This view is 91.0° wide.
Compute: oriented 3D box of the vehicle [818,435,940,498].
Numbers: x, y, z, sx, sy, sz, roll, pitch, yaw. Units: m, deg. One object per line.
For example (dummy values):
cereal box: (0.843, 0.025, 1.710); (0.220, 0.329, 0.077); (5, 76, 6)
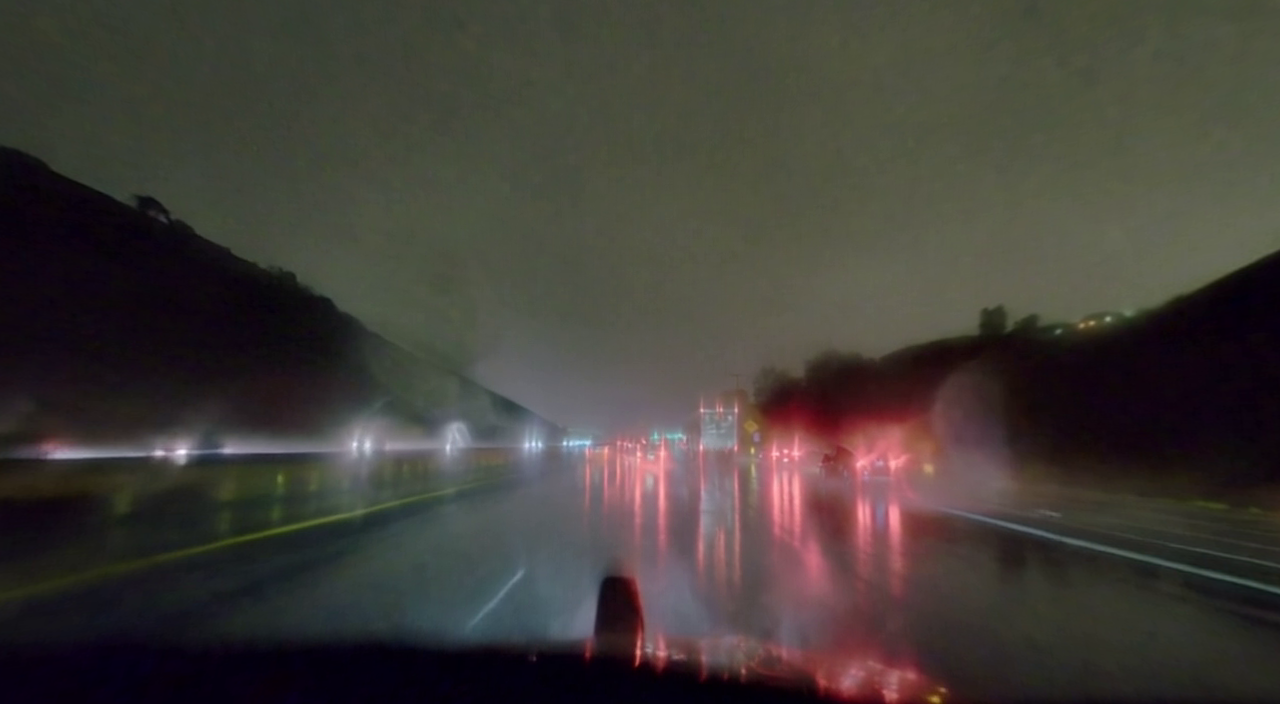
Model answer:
vehicle: (7.087, 3.433, 19.254); (2.044, 1.676, 4.421); (0, -9, 1)

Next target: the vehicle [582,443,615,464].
vehicle: (-3.068, 7.632, 47.487); (2.132, 1.506, 4.256); (0, -9, 0)

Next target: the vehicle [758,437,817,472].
vehicle: (8.063, 5.660, 34.901); (2.143, 1.775, 4.729); (0, -9, 0)

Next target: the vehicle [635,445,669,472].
vehicle: (0.675, 6.149, 36.616); (1.866, 1.492, 3.932); (0, -9, 0)

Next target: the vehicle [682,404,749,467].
vehicle: (4.718, 5.634, 41.812); (3.130, 3.607, 11.129); (0, -9, 0)
